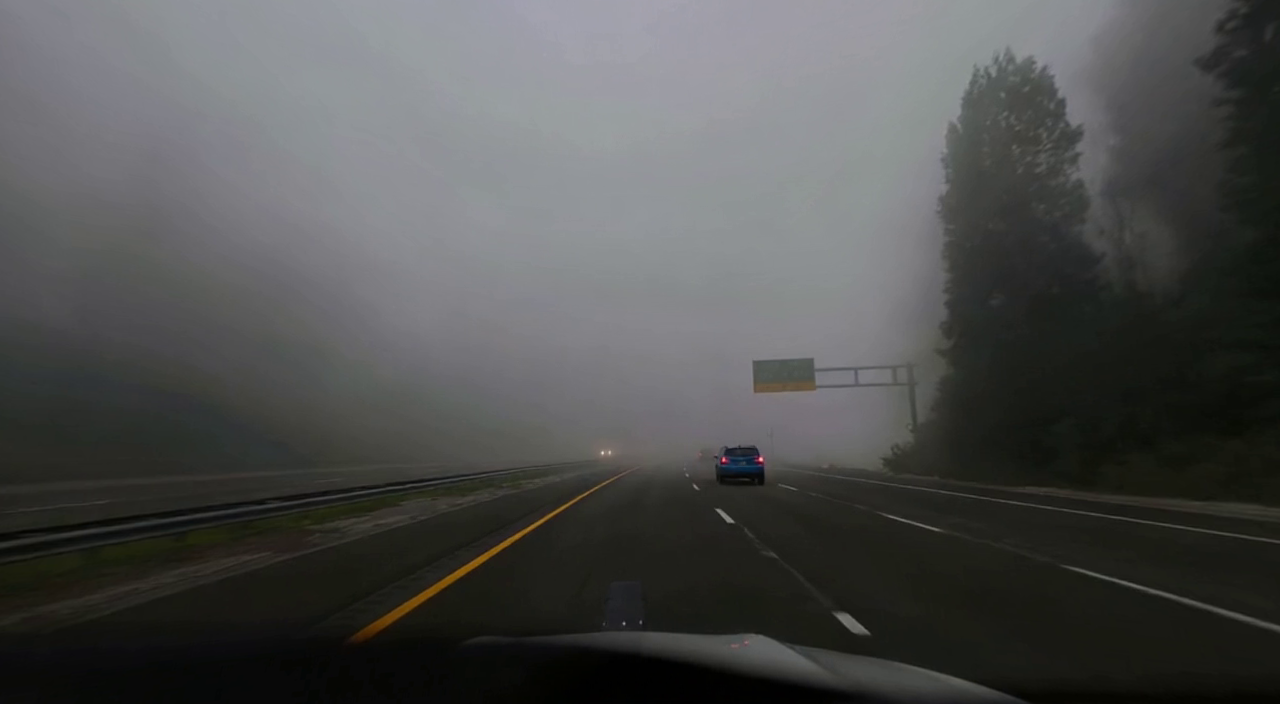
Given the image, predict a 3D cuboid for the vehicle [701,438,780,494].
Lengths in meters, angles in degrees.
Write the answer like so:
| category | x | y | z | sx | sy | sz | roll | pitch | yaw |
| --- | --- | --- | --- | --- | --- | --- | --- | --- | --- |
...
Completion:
| category | x | y | z | sx | sy | sz | roll | pitch | yaw |
| --- | --- | --- | --- | --- | --- | --- | --- | --- | --- |
| vehicle | 3.412 | 3.948 | 22.242 | 2.143 | 1.730 | 4.303 | 0 | -9 | 1 |
